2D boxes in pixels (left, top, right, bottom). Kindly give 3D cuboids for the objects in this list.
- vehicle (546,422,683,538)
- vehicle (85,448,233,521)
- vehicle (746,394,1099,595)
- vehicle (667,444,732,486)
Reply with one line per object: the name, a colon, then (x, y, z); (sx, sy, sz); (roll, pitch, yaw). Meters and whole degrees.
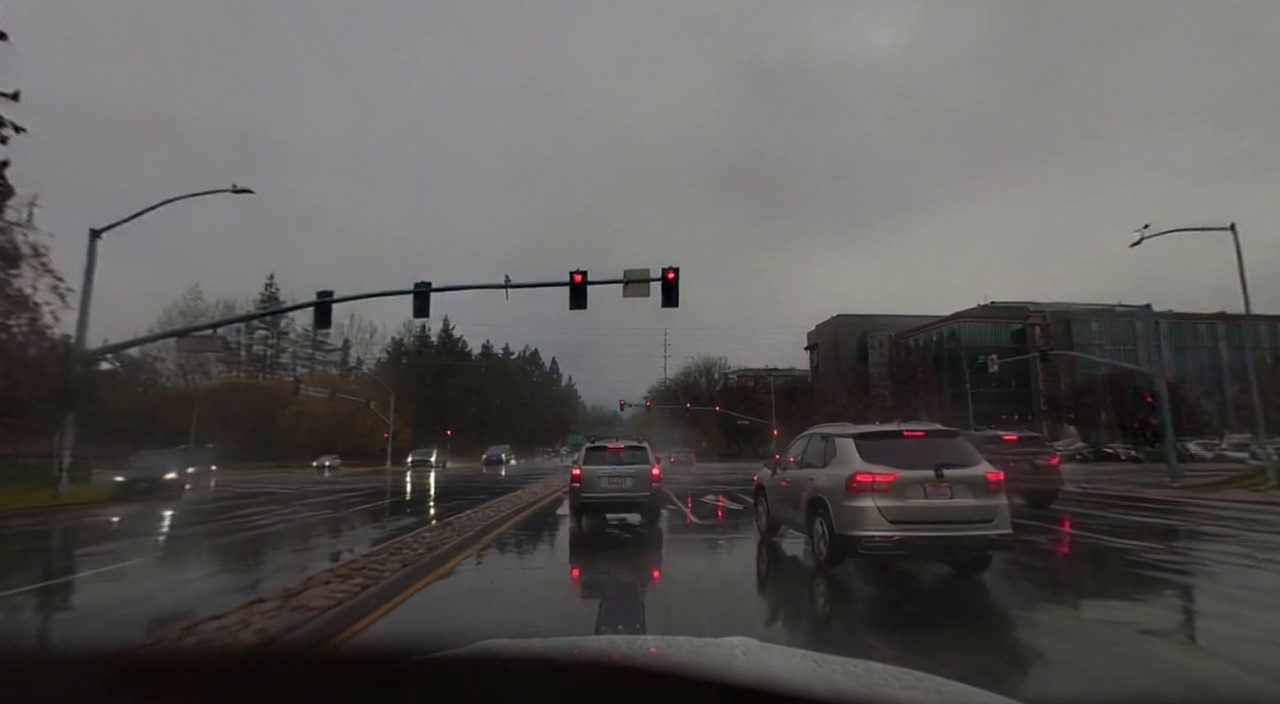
vehicle: (-0.445, 2.213, 11.527); (2.039, 1.698, 4.144); (0, -8, -2)
vehicle: (-13.690, 3.698, 18.388); (2.060, 1.771, 4.802); (3, -9, -21)
vehicle: (2.944, 1.608, 7.974); (2.228, 1.798, 4.370); (0, -8, -3)
vehicle: (2.213, 4.331, 24.545); (1.900, 1.459, 4.260); (0, -8, -3)
